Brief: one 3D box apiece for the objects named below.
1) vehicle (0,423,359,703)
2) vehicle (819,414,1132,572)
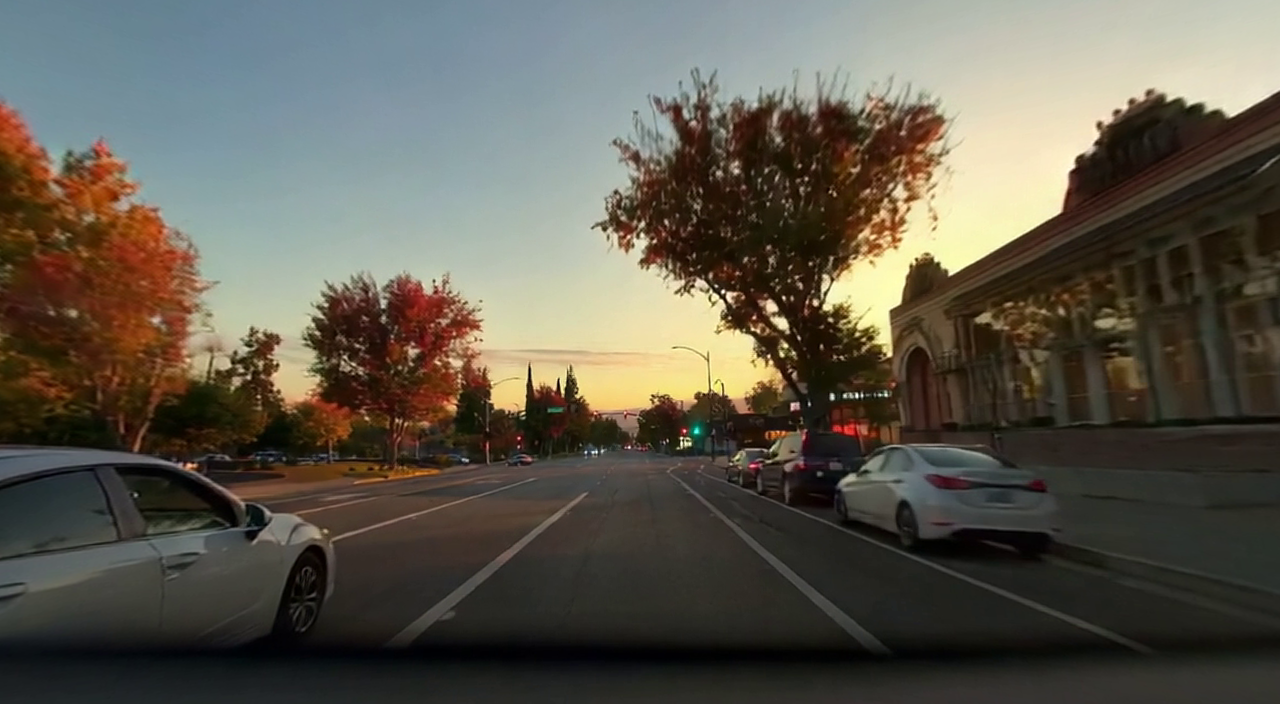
[{"bbox_3d":[-3.050,1.010,2.403,1.874,1.424,4.553,0,-9,0],"label":"vehicle"},{"bbox_3d":[4.350,1.902,9.316,2.032,1.703,4.650,0,-9,0],"label":"vehicle"}]
